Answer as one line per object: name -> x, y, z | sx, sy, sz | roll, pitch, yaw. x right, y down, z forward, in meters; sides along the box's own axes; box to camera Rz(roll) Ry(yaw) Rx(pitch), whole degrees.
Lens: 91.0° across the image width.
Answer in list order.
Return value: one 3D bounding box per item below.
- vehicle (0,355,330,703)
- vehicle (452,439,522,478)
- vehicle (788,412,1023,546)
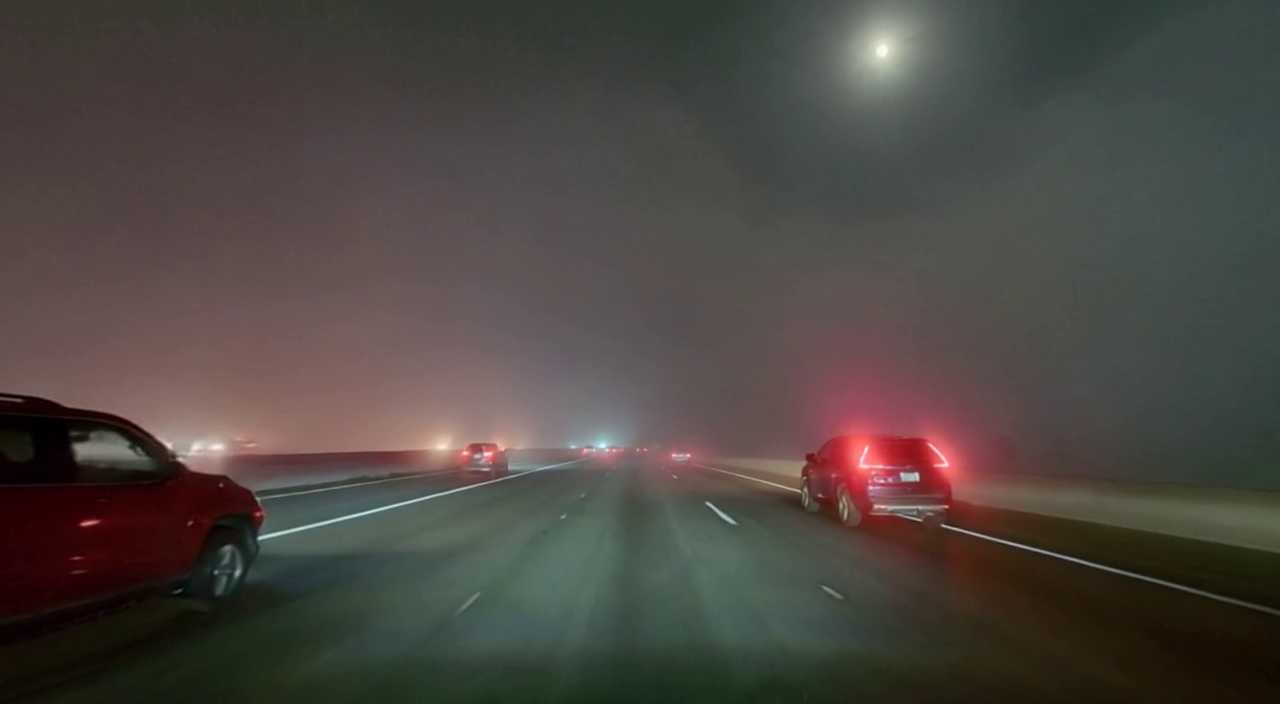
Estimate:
vehicle -> -3.996, 0.997, 3.471 | 2.214, 1.743, 4.465 | 0, -9, 1
vehicle -> -7.248, 5.097, 30.333 | 2.095, 1.696, 4.680 | -1, -9, 2
vehicle -> 4.322, 2.157, 11.315 | 2.153, 1.860, 4.689 | 0, -9, 0
